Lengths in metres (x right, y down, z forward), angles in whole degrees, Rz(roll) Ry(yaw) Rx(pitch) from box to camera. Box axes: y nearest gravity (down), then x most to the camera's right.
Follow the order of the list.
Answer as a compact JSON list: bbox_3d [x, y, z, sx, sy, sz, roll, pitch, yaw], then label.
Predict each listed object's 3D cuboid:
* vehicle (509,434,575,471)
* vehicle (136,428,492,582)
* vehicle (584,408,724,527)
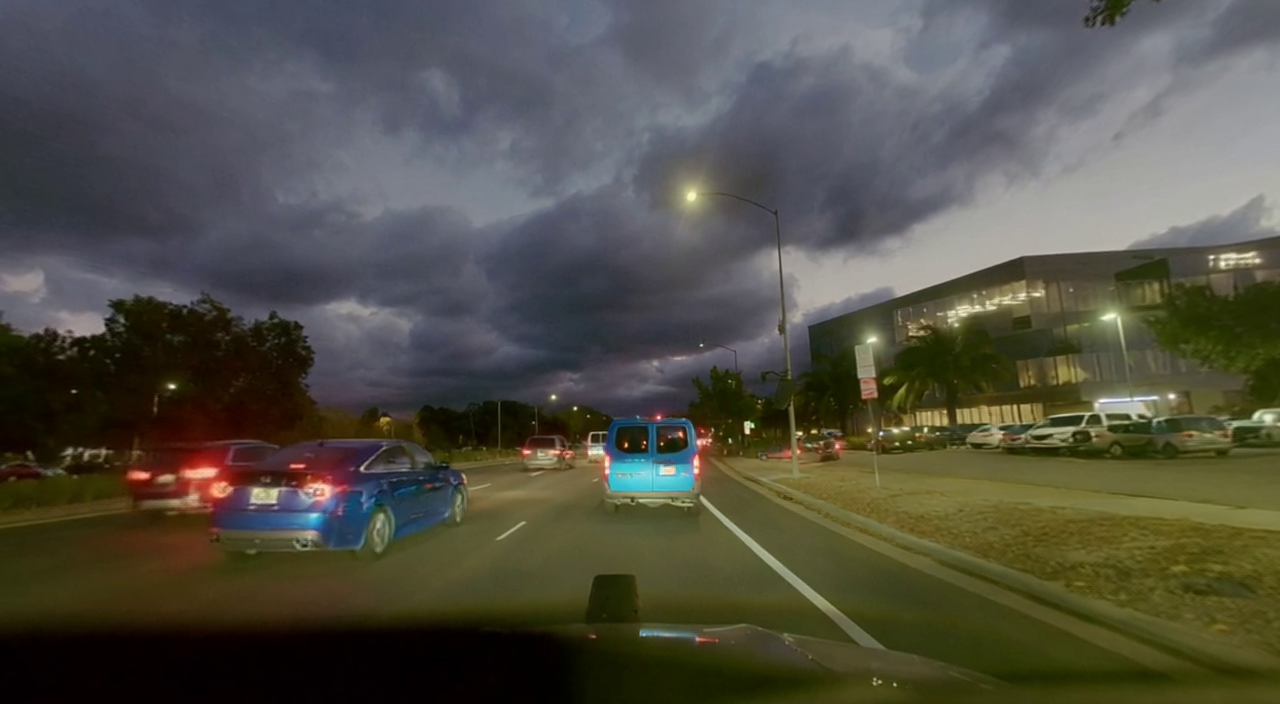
[{"bbox_3d":[-4.866,5.096,32.171,2.116,1.714,4.757,-1,-9,7],"label":"vehicle"},{"bbox_3d":[-3.744,1.836,8.567,1.991,1.459,4.813,-1,-9,4],"label":"vehicle"},{"bbox_3d":[0.298,2.120,12.009,2.173,1.830,4.189,0,-9,2],"label":"vehicle"}]
